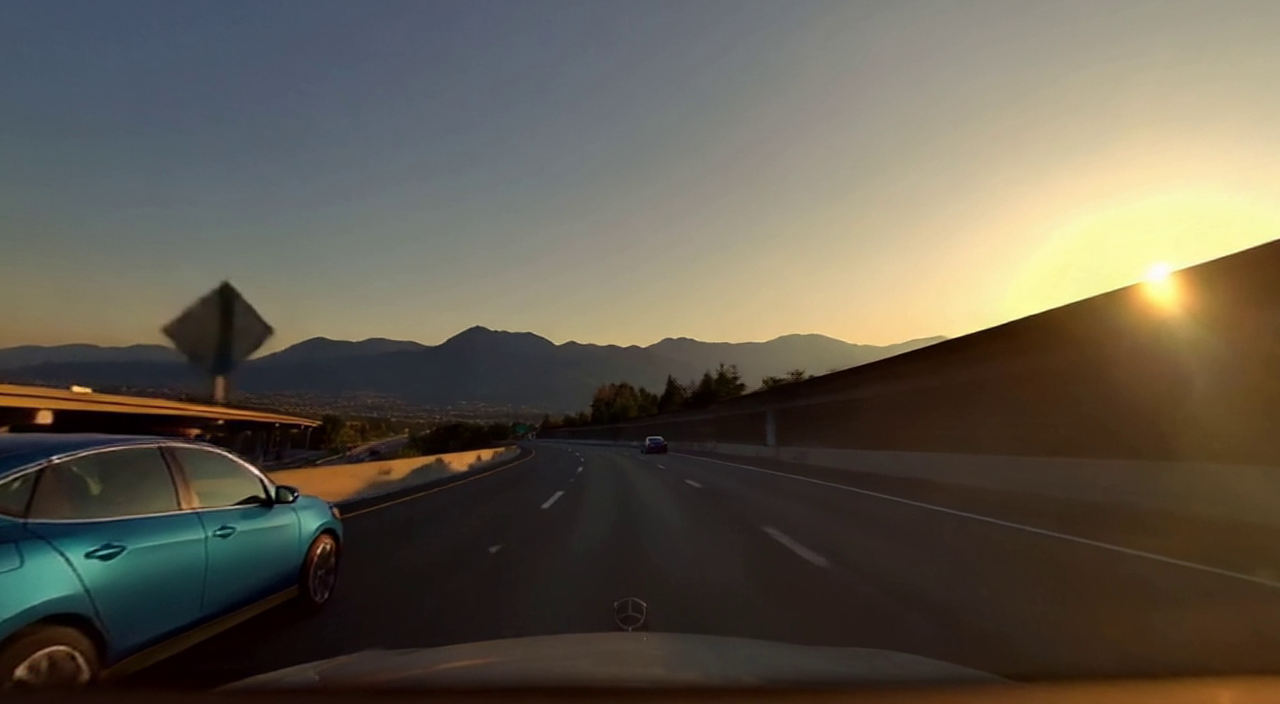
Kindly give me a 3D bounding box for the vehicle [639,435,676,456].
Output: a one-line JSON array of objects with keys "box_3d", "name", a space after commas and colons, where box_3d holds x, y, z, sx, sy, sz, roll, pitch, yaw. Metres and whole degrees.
[{"box_3d": [1.202, 6.890, 46.350, 1.985, 1.440, 4.466, 1, -8, -8], "name": "vehicle"}]
